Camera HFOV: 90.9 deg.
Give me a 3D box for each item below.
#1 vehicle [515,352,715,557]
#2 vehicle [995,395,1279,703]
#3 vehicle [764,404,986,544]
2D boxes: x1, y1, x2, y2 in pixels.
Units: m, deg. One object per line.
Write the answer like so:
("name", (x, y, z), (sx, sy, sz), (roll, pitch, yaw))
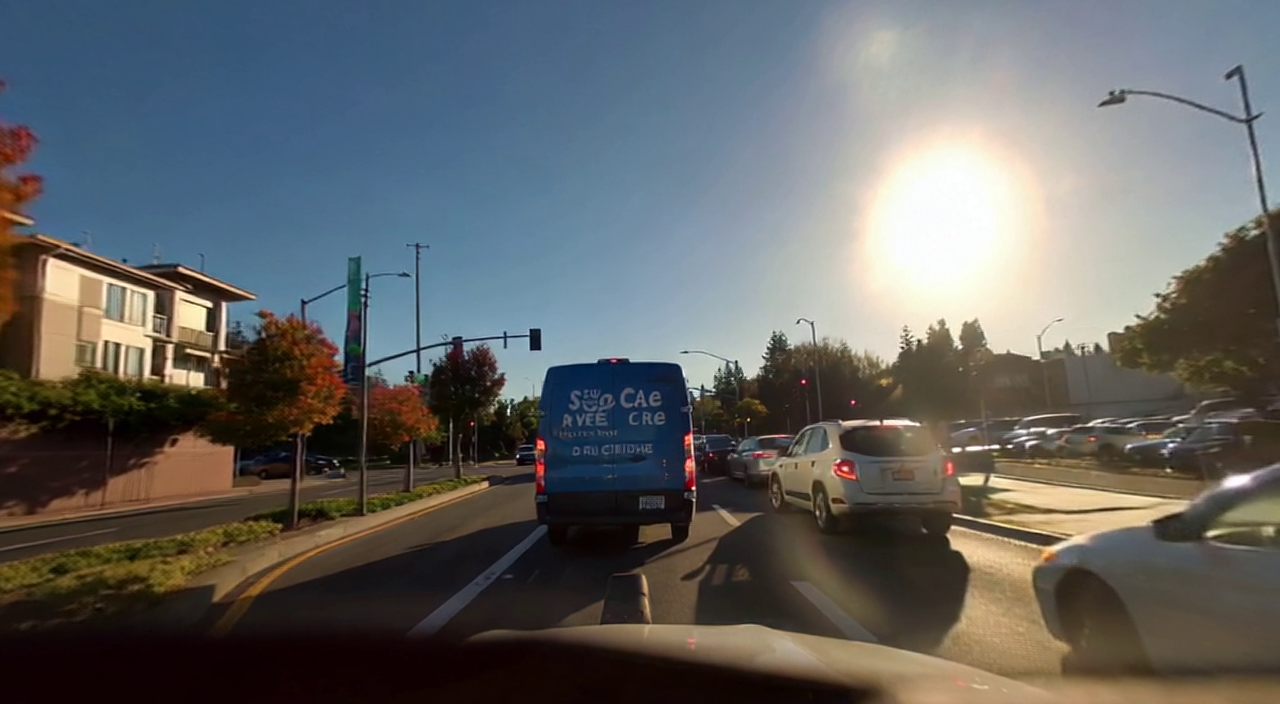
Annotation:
("vehicle", (-0.225, 1.604, 10.264), (2.422, 2.488, 4.992), (0, -8, 2))
("vehicle", (3.428, 0.858, 2.041), (1.951, 1.483, 4.582), (0, -8, 1))
("vehicle", (3.447, 1.883, 10.301), (1.965, 1.771, 4.295), (0, -8, 0))
